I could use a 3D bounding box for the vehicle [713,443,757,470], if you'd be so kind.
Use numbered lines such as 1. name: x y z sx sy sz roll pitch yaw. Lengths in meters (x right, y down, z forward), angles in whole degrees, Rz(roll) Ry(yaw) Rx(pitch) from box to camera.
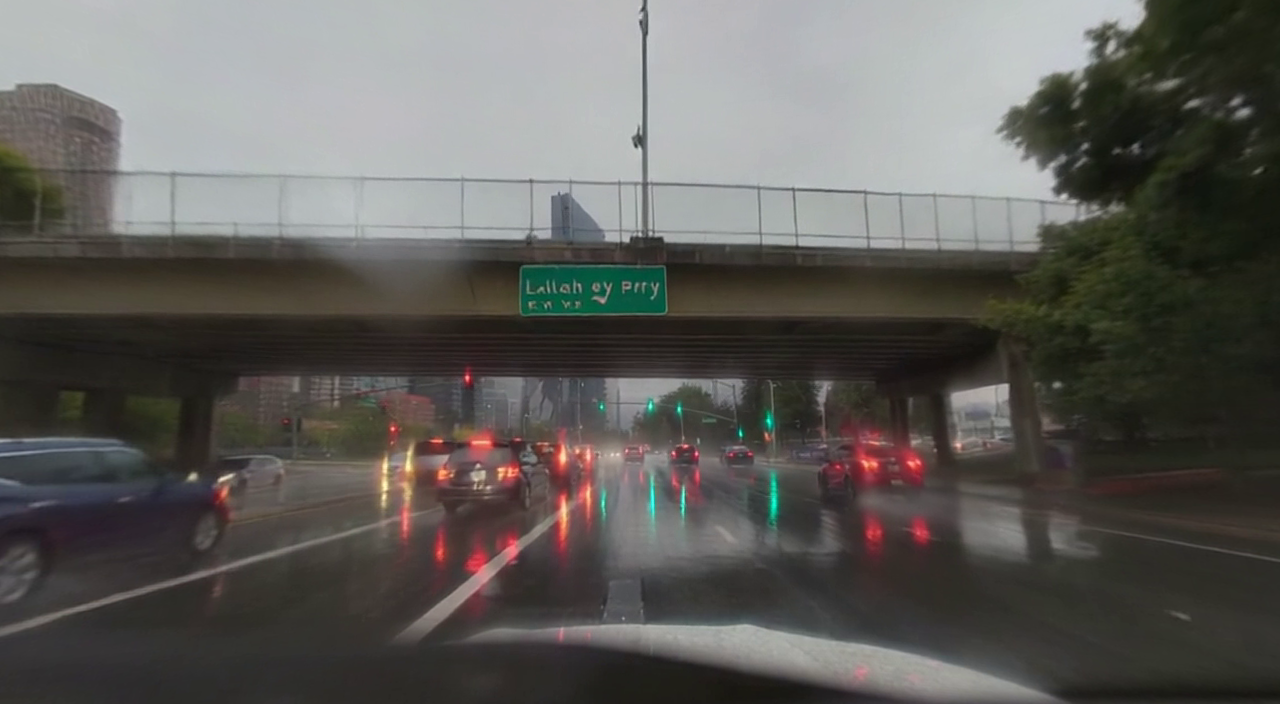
1. vehicle: 5.833 6.468 38.984 1.924 1.527 4.268 0 -9 -2

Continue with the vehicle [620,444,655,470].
1. vehicle: -0.175 6.423 38.551 2.026 1.453 3.780 0 -9 -1

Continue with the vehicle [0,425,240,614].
1. vehicle: -6.141 1.447 5.713 2.070 1.488 4.376 0 -9 0

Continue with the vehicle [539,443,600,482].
1. vehicle: -2.832 4.554 26.131 1.980 1.491 4.351 0 -9 1

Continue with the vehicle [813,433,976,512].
1. vehicle: 5.926 2.854 15.363 2.056 1.624 4.498 0 -9 -1

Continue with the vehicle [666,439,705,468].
1. vehicle: 2.849 6.512 40.360 2.034 1.762 4.420 0 -9 -1

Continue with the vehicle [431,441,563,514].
1. vehicle: -3.154 2.865 14.849 2.041 1.466 4.212 0 -9 1
